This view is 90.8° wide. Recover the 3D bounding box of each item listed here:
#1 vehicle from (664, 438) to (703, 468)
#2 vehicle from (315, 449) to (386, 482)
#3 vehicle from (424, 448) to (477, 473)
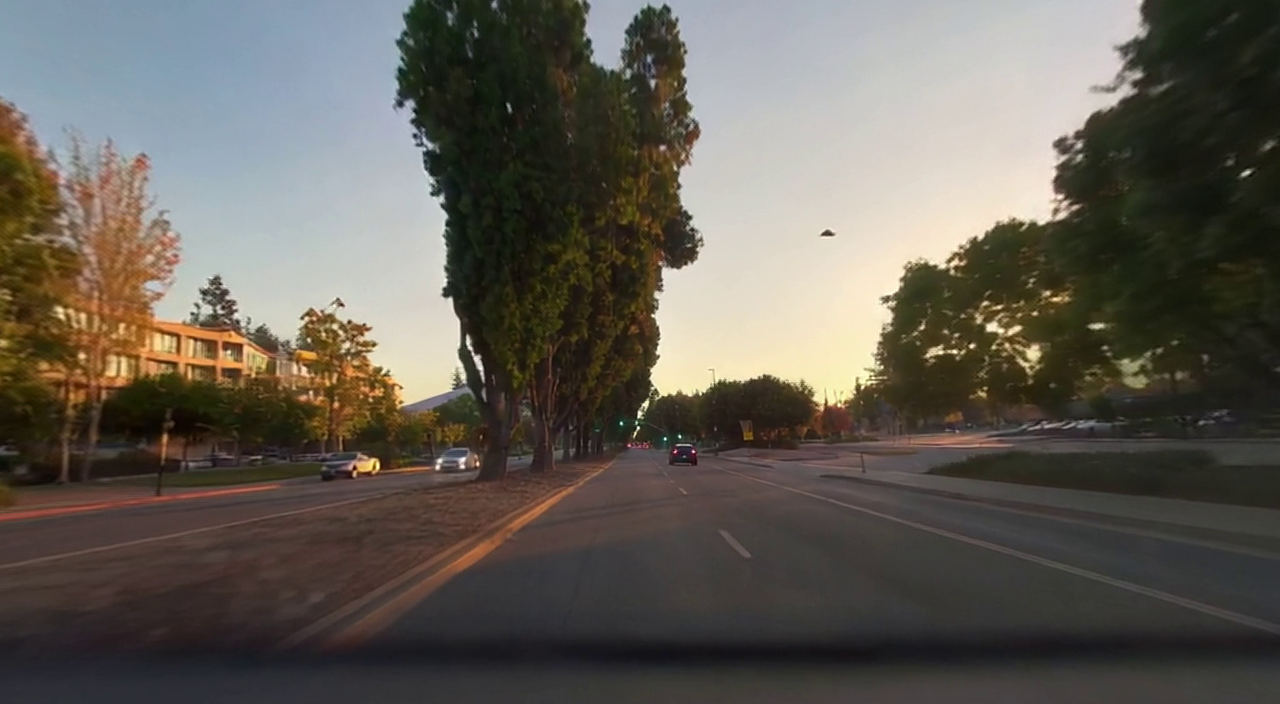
[{"bbox_3d":[2.818,6.668,41.961,2.085,1.828,5.383,0,-8,-1],"label":"vehicle"},{"bbox_3d":[-17.040,6.658,37.439,2.052,1.776,4.483,0,-8,0],"label":"vehicle"},{"bbox_3d":[-11.892,6.828,39.997,1.890,1.446,4.714,0,-9,0],"label":"vehicle"}]
